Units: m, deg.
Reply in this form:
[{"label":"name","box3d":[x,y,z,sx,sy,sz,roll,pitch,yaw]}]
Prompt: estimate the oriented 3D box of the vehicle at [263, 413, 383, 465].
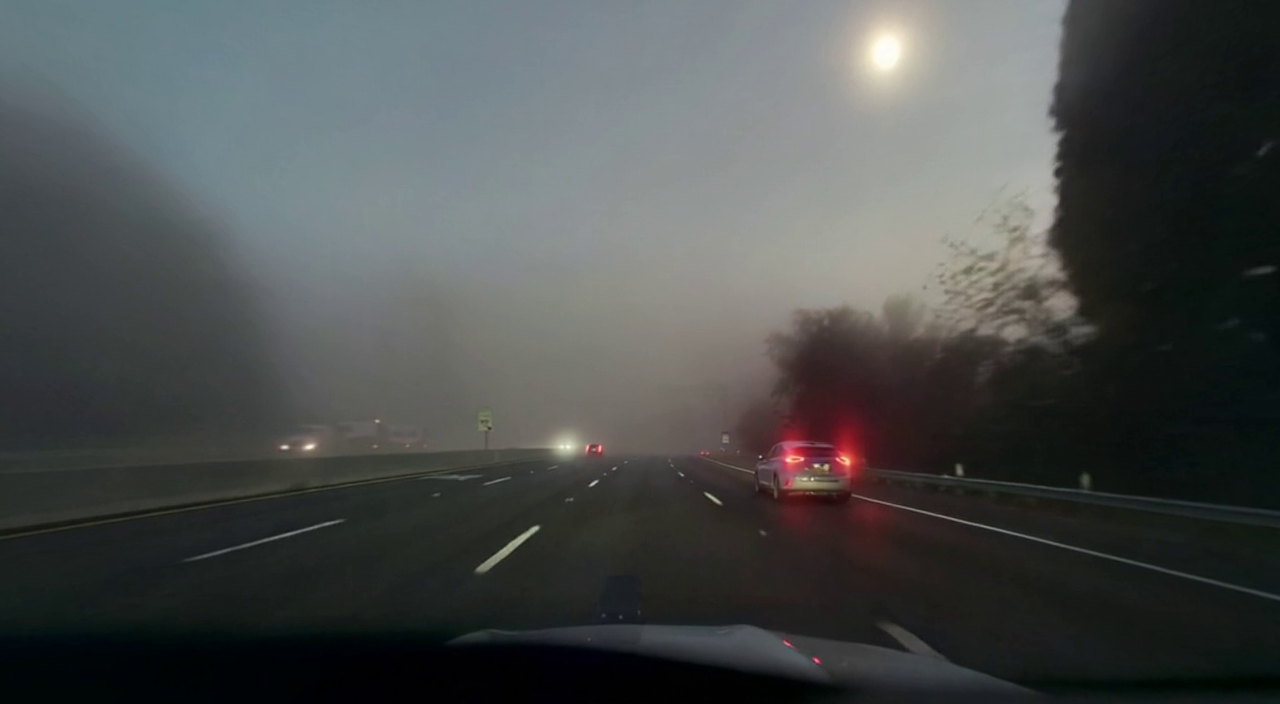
[{"label":"vehicle","box3d":[-23.097,6.526,46.830,3.343,3.439,10.043,0,-9,2]}]
